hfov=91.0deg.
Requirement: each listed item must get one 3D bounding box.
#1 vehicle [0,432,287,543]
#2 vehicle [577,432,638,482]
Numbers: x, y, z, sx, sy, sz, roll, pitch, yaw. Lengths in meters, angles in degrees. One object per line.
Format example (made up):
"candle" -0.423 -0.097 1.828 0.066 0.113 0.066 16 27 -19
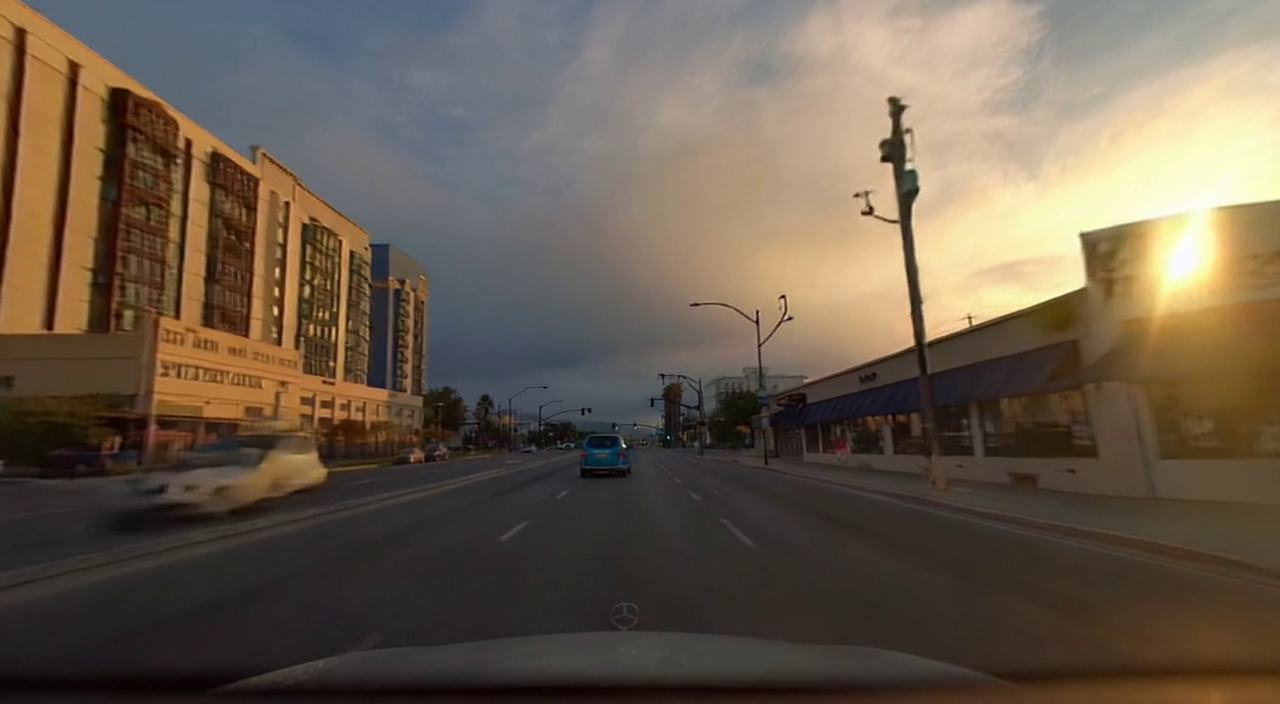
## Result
"vehicle" -8.098 2.153 10.653 1.899 1.495 4.093 0 -8 -1
"vehicle" -1.147 3.989 24.085 2.080 1.722 3.766 0 -8 0
